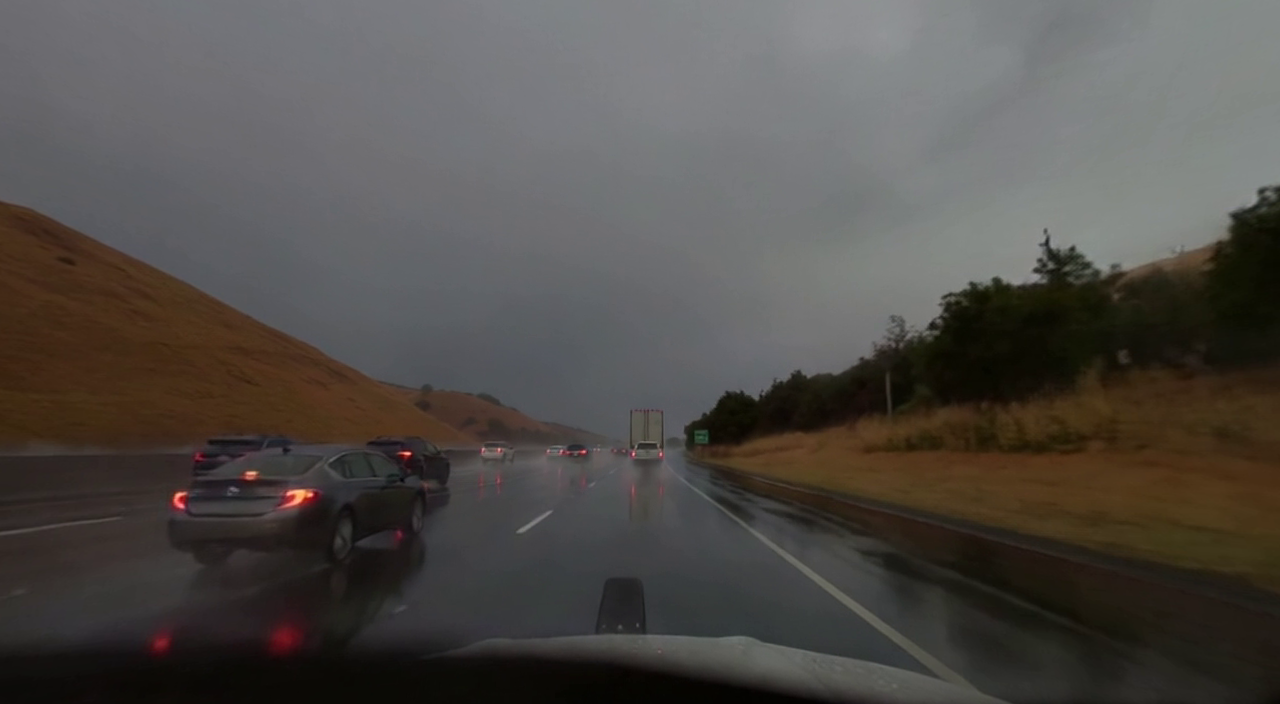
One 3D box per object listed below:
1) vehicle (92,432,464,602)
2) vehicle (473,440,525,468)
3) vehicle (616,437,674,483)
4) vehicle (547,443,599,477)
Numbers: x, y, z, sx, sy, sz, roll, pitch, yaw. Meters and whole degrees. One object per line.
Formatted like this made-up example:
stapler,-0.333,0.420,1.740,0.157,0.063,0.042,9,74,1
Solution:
vehicle,-3.885,1.813,7.962,1.943,1.468,4.547,1,-8,1
vehicle,-10.798,7.889,48.939,2.421,2.025,6.236,1,-8,2
vehicle,0.202,4.612,27.159,2.281,1.795,4.297,1,-8,0
vehicle,-3.458,5.693,33.532,2.155,1.661,4.477,1,-8,2
